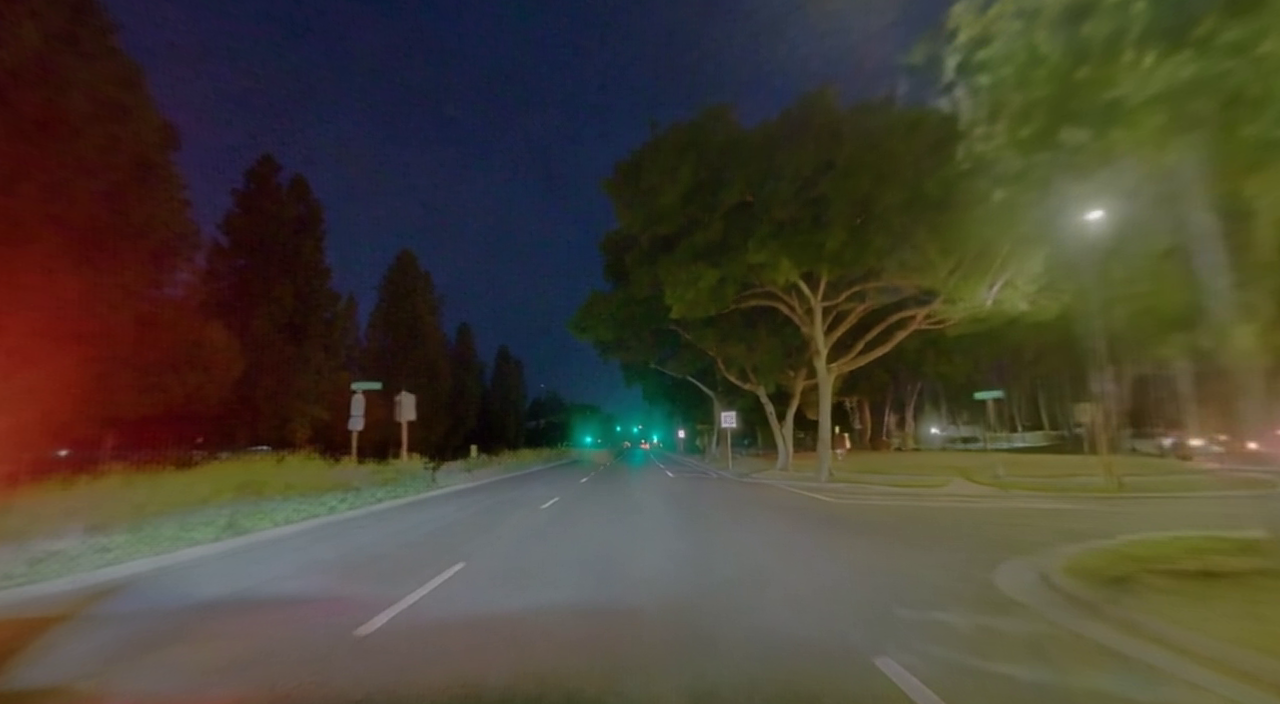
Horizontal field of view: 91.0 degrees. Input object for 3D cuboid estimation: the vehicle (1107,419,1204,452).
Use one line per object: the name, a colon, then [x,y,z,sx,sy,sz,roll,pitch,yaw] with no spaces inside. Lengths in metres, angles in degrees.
vehicle: [29.841,4.852,36.501,3.879,1.820,1.862,0,-8,2]
